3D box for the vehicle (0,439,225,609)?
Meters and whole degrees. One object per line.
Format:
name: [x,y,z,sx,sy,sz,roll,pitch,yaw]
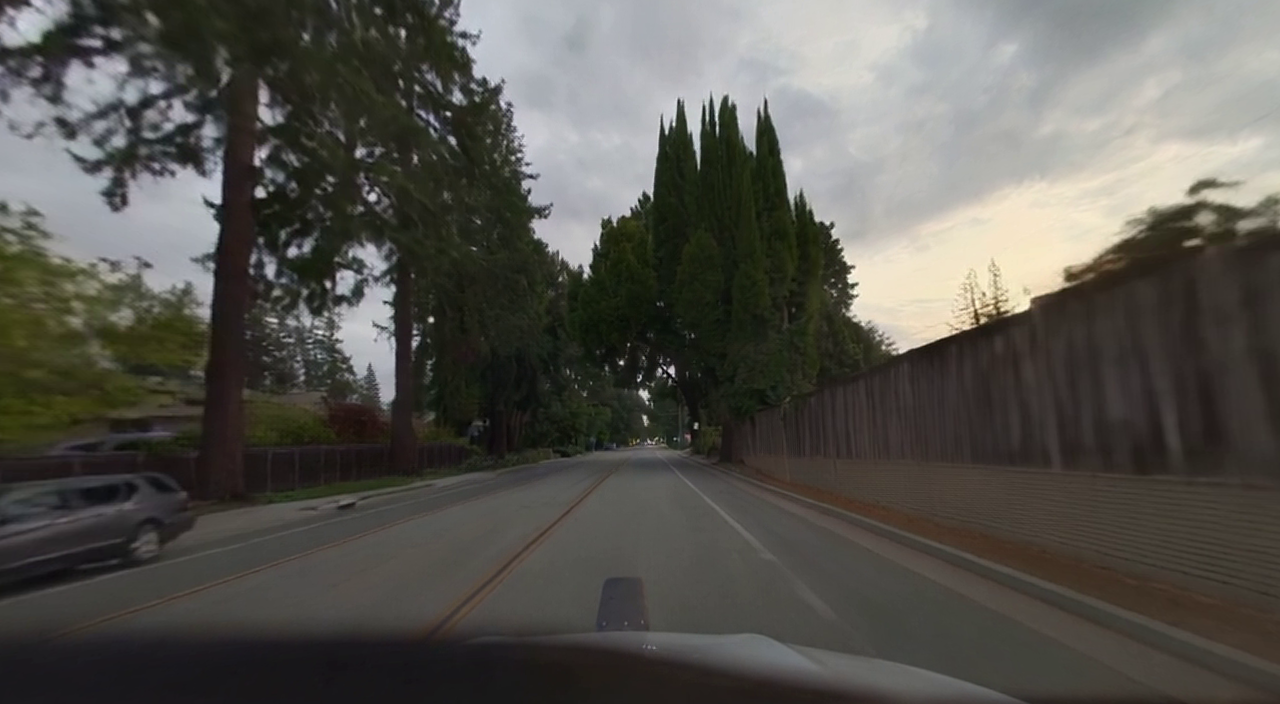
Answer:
vehicle: [-7.744,2.076,8.150,1.945,1.760,4.021,-3,-8,2]
